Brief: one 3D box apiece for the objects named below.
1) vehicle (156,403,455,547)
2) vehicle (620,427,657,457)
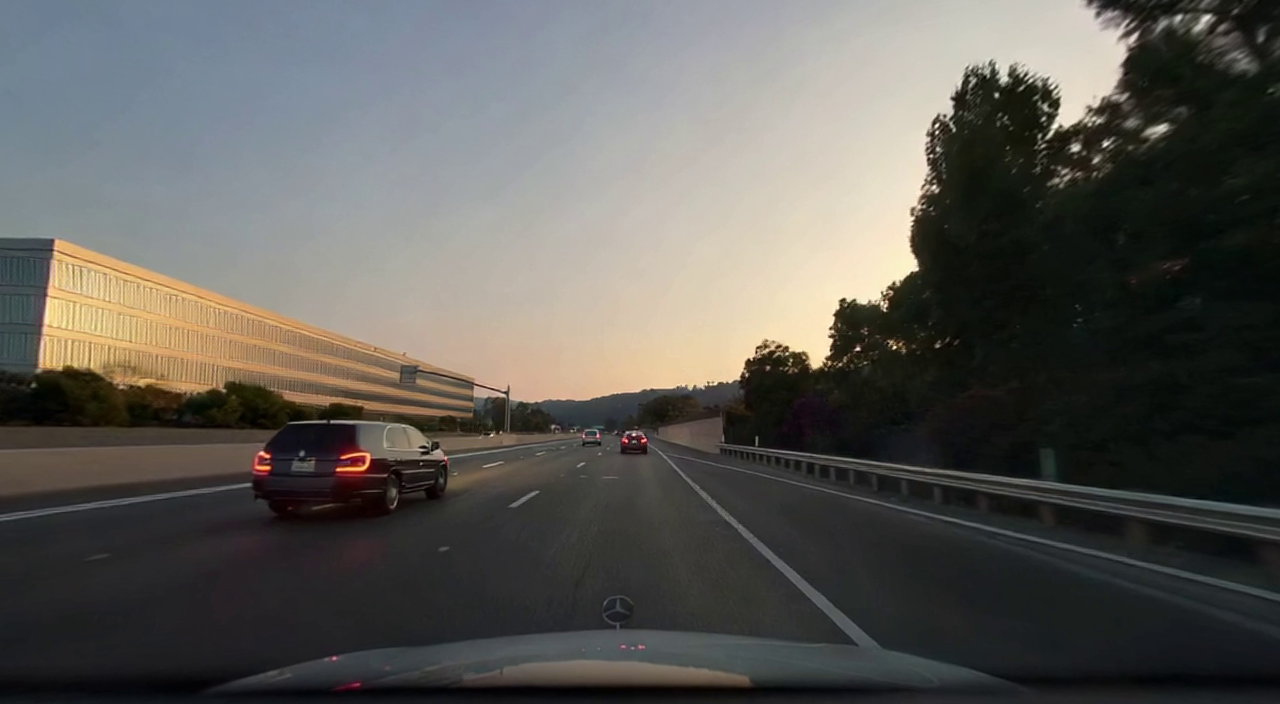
[{"bbox_3d":[-4.462,1.694,9.427,2.036,1.612,4.510,0,-8,-1],"label":"vehicle"},{"bbox_3d":[-0.117,5.300,37.093,2.036,1.637,4.009,0,-8,-1],"label":"vehicle"}]
